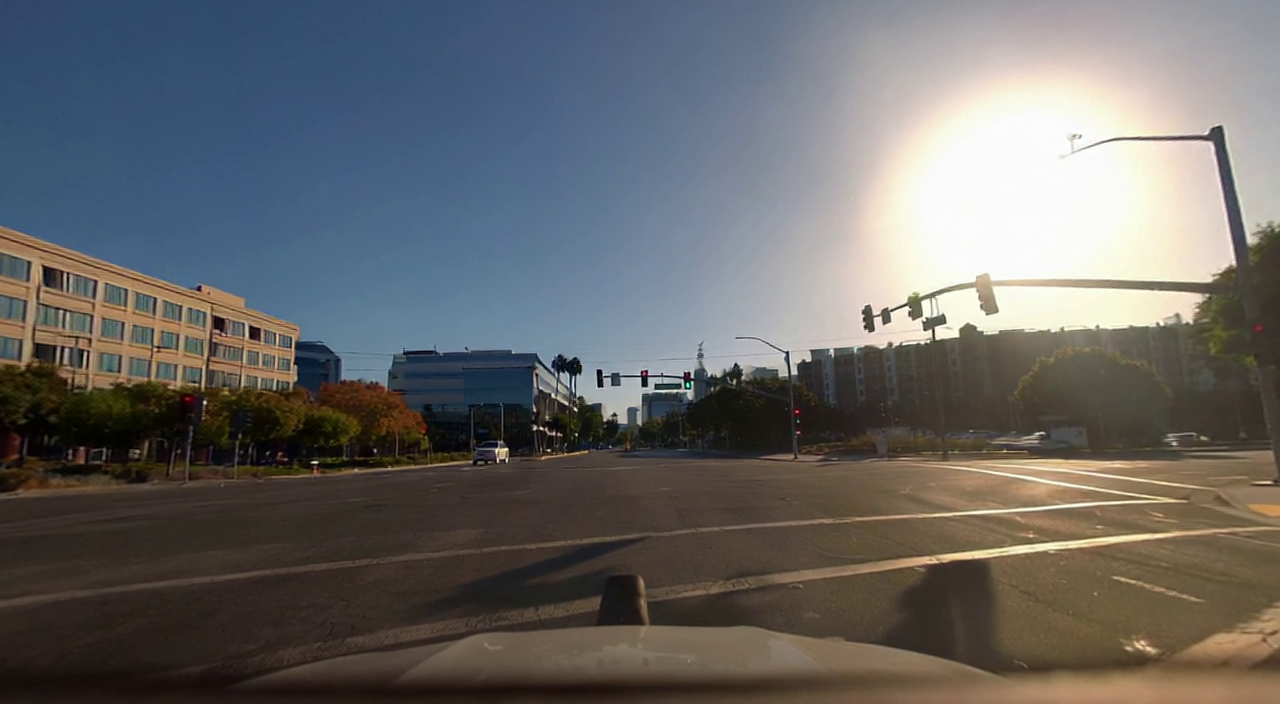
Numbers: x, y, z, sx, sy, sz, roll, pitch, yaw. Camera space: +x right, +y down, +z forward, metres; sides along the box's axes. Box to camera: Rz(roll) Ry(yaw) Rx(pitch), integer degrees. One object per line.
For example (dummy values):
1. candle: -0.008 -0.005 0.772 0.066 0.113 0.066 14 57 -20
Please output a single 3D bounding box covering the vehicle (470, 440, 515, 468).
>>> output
1. vehicle: -9.729 6.750 41.992 1.988 1.692 4.412 0 -8 0
